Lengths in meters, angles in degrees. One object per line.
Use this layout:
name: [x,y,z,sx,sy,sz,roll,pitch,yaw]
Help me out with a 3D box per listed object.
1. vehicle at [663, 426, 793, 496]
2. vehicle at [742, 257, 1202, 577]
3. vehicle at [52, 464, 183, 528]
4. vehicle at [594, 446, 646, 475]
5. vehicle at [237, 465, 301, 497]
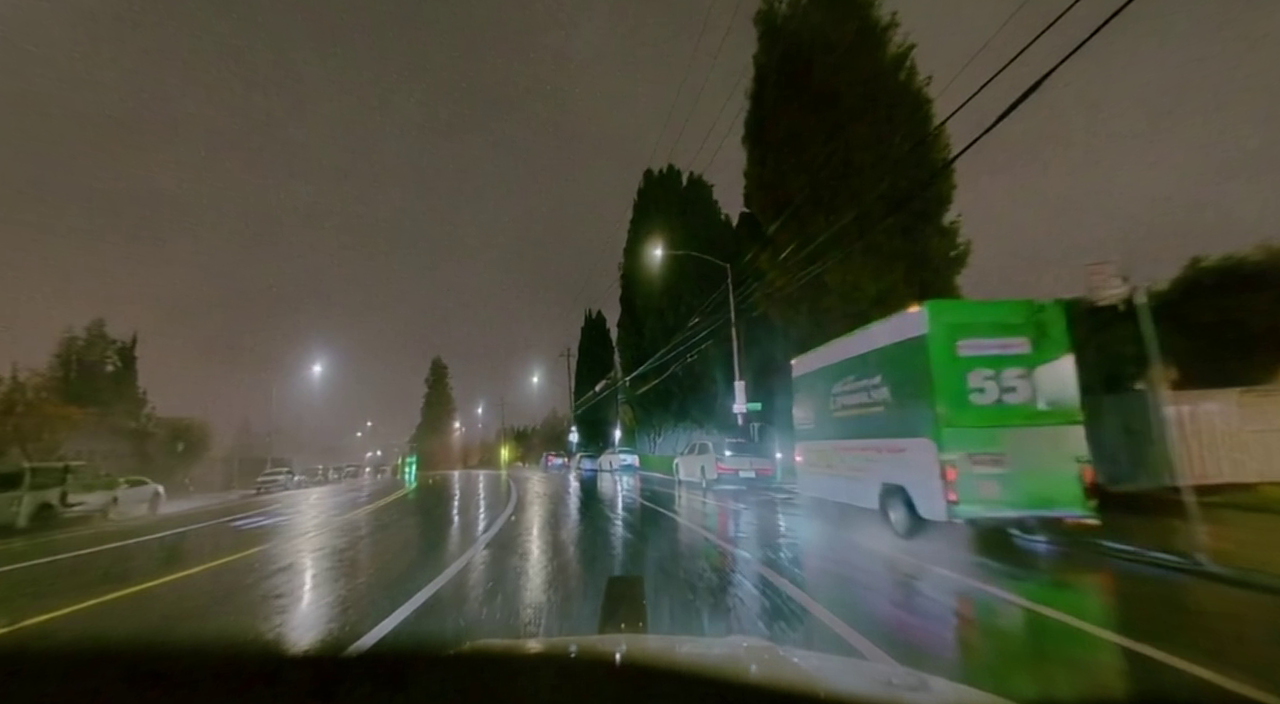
vehicle: [2.553,3.445,20.346,2.251,1.868,6.178,2,-9,-11]
vehicle: [4.083,1.191,10.399,2.918,3.319,7.595,1,-8,-5]
vehicle: [-18.441,5.038,22.414,1.934,1.733,3.921,-4,-8,-11]
vehicle: [-1.231,6.180,36.206,2.041,1.520,4.674,2,-9,-14]
vehicle: [-21.583,7.480,36.710,1.949,1.456,4.497,1,-7,-13]
